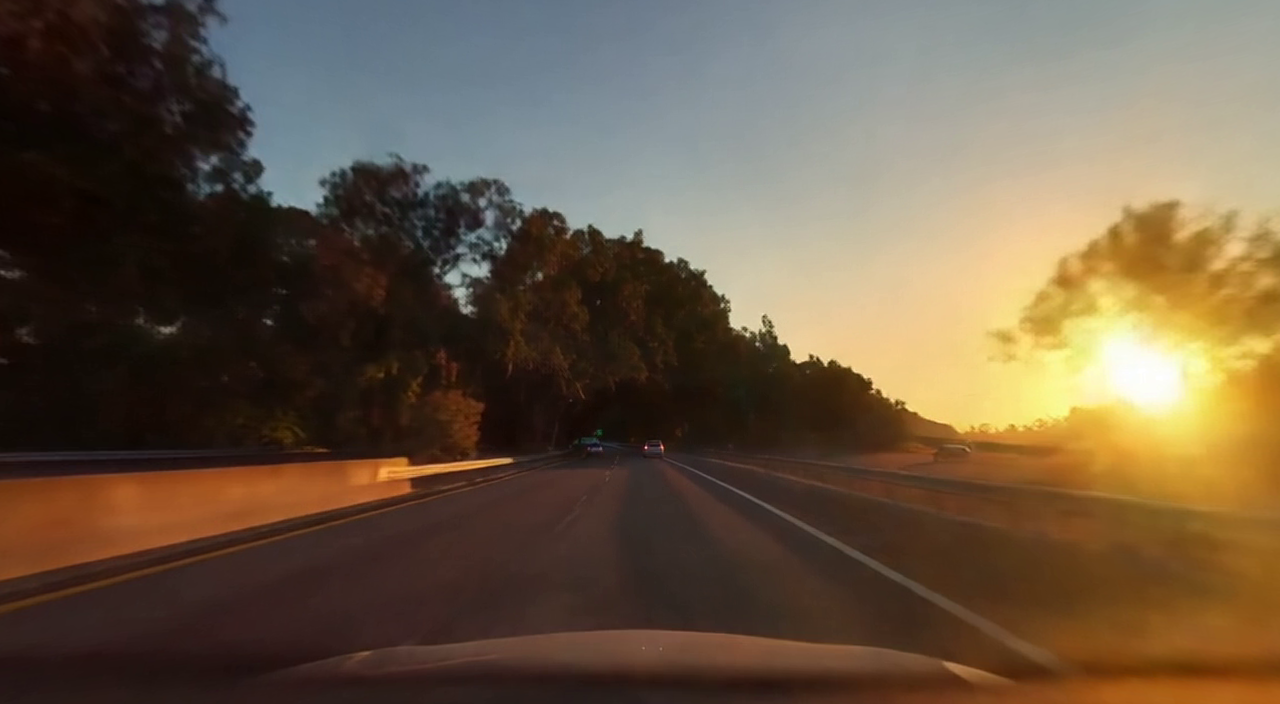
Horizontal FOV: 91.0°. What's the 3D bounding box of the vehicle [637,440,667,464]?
[{"bbox_3d":[0.791,6.951,43.921,1.966,1.542,3.979,0,-8,-1],"label":"vehicle"}]
